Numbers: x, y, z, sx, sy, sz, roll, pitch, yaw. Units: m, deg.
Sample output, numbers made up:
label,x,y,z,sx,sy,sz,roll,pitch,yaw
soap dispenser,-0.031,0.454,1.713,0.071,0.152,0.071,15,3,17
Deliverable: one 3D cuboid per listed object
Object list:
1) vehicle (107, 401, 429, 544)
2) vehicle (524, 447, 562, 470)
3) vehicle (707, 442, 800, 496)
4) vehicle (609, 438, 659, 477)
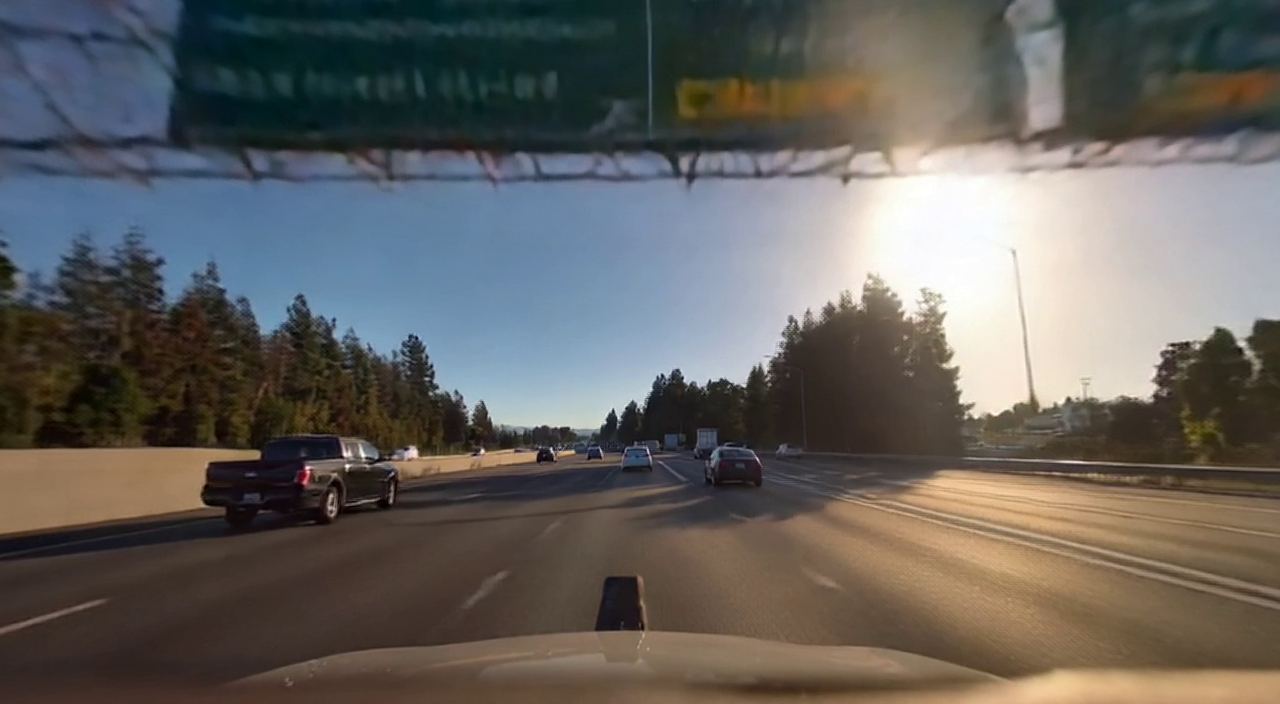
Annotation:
label,x,y,z,sx,sy,sz,roll,pitch,yaw
vehicle,-6.324,2.165,12.117,2.444,2.012,6.122,0,-8,0
vehicle,-6.711,7.403,44.129,1.920,1.482,4.385,0,-8,0
vehicle,3.369,3.556,19.605,2.011,1.462,4.286,0,-8,-1
vehicle,-0.292,5.282,32.001,2.323,1.805,4.729,0,-8,0
